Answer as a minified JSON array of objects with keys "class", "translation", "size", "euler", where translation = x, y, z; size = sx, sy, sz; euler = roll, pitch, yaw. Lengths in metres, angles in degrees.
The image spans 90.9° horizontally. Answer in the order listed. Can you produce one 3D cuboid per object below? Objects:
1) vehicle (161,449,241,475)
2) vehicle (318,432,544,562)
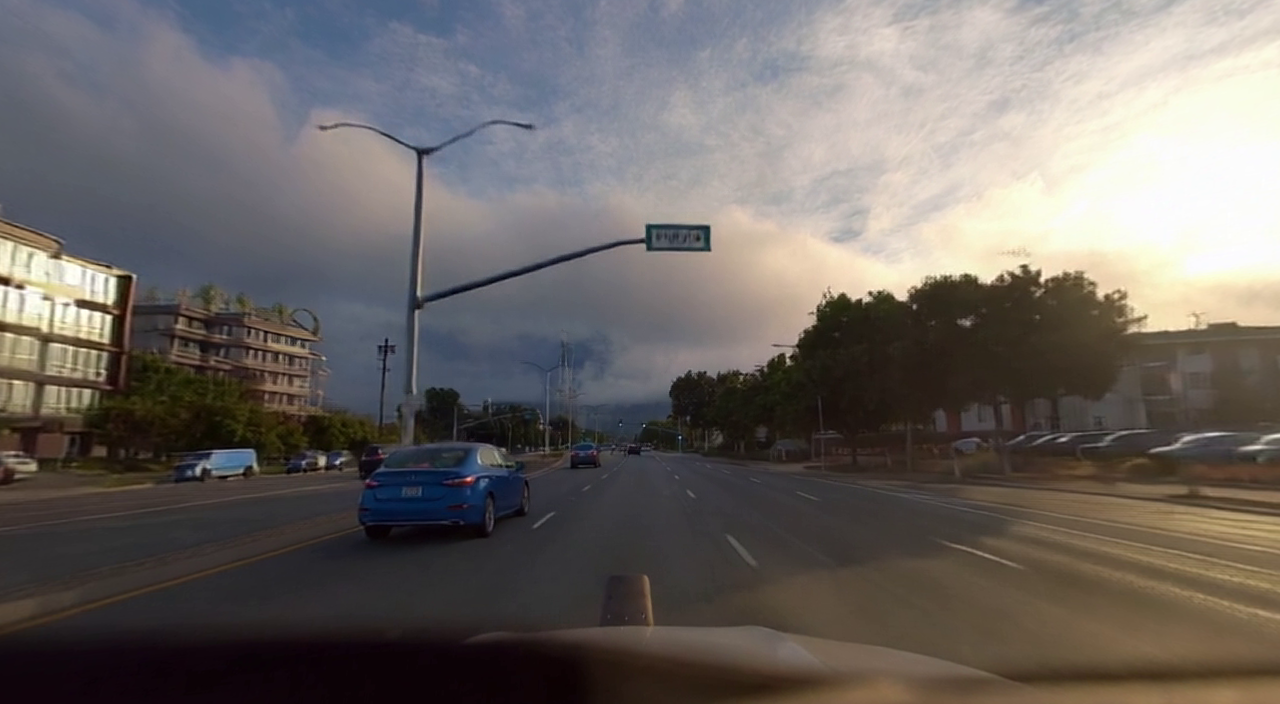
[{"class":"vehicle","translation":[-28.179,7.052,40.640],"size":[1.857,1.539,4.760],"euler":[0,-8,-2]},{"class":"vehicle","translation":[-3.006,2.150,10.219],"size":[2.009,1.489,4.543],"euler":[-4,-8,1]}]
